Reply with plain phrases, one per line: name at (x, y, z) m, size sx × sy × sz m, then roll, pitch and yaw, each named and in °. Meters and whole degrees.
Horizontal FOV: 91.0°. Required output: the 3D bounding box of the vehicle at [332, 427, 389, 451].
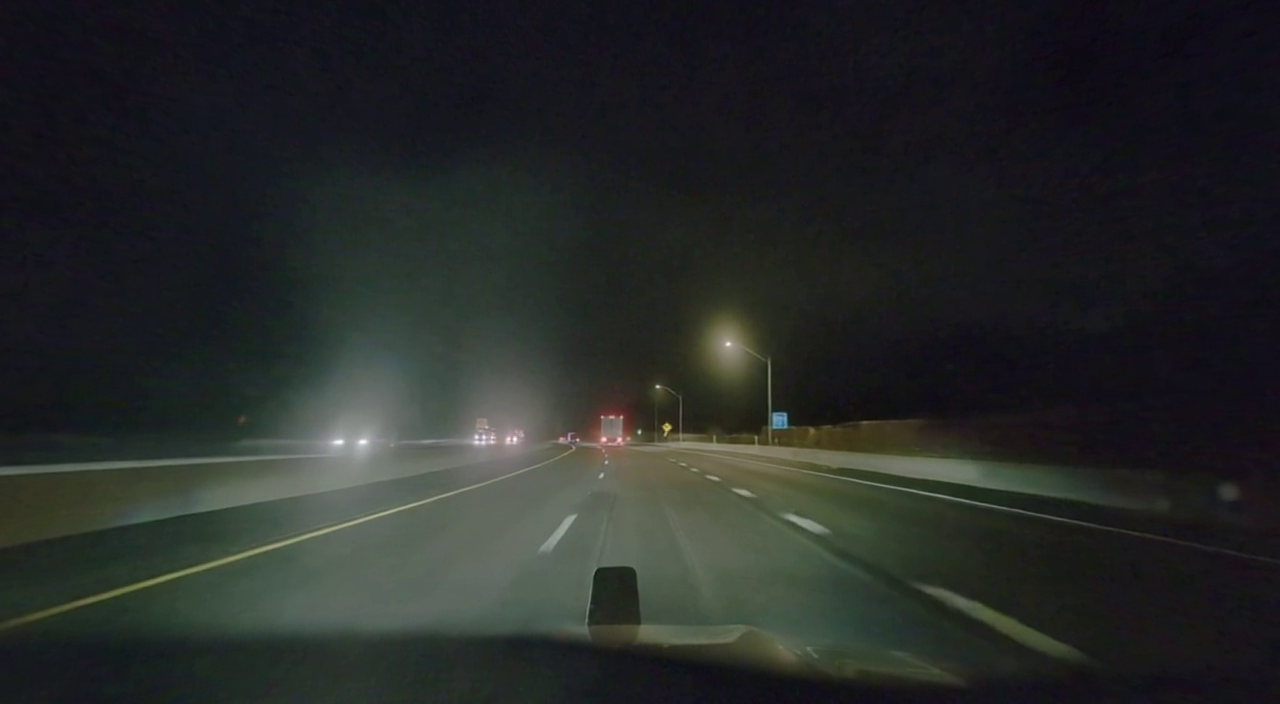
vehicle at (-19.593, 6.135, 44.356) m, size 1.948 × 1.569 × 4.674 m, roll 0°, pitch -8°, yaw -2°
